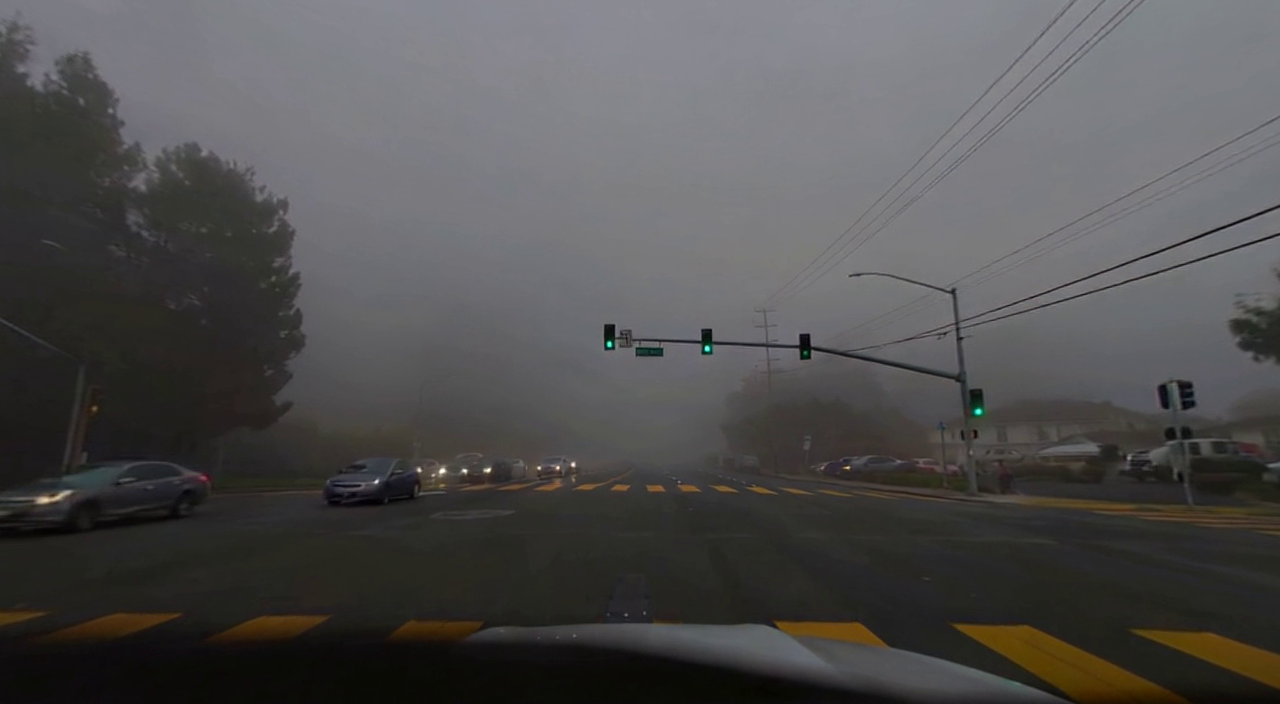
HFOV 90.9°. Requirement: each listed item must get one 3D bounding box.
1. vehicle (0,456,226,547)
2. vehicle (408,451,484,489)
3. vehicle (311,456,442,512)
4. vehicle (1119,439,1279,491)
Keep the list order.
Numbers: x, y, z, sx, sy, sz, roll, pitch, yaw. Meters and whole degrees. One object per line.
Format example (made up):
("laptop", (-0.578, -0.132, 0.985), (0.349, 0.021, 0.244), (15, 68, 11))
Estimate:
("vehicle", (-10.950, 2.905, 12.878), (2.007, 1.451, 4.242), (0, -8, 1))
("vehicle", (-10.394, 6.332, 34.218), (2.249, 1.825, 5.378), (-1, -8, 2))
("vehicle", (-7.731, 3.888, 19.012), (1.958, 1.415, 4.312), (-1, -8, 2))
("vehicle", (25.415, 5.046, 28.601), (2.177, 2.086, 5.514), (2, -9, -14))
